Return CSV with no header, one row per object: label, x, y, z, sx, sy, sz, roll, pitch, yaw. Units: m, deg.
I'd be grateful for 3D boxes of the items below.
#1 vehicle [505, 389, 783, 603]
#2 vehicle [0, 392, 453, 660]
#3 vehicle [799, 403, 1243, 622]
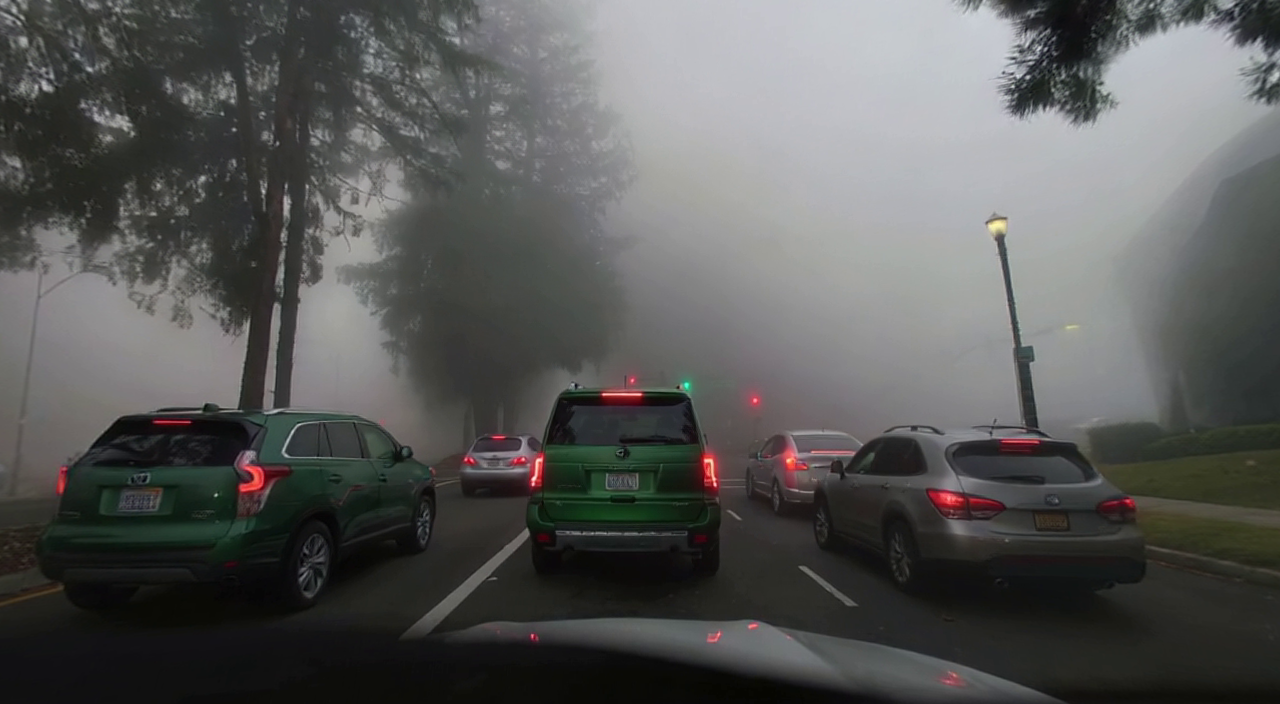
vehicle,0.015,1.481,7.241,2.294,1.761,3.857,0,-9,-1
vehicle,-3.376,1.369,5.982,1.961,1.639,4.064,0,-9,0
vehicle,3.469,1.547,7.049,2.202,1.657,4.298,0,-9,-1
